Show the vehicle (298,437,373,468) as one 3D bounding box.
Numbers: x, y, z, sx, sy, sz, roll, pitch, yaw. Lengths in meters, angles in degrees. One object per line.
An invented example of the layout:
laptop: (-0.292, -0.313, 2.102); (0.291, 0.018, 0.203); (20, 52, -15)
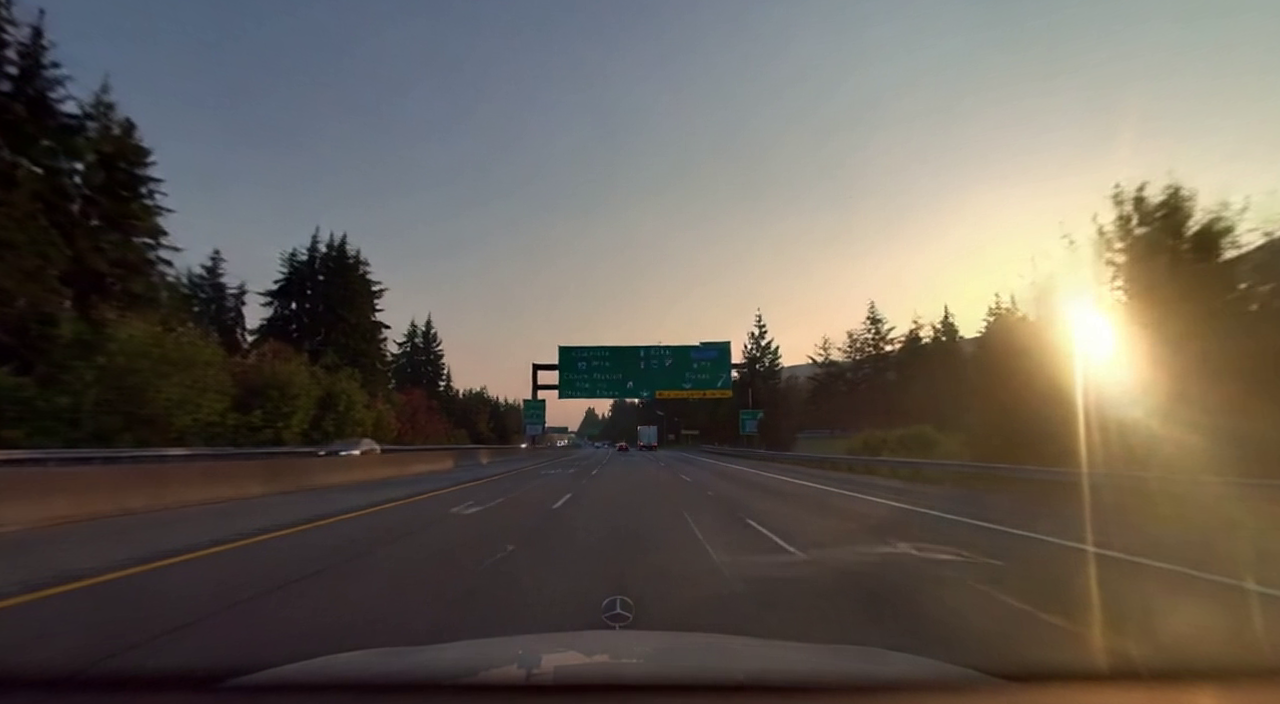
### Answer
vehicle: (-17.230, 5.706, 35.867); (2.054, 1.589, 4.662); (0, -8, -1)
